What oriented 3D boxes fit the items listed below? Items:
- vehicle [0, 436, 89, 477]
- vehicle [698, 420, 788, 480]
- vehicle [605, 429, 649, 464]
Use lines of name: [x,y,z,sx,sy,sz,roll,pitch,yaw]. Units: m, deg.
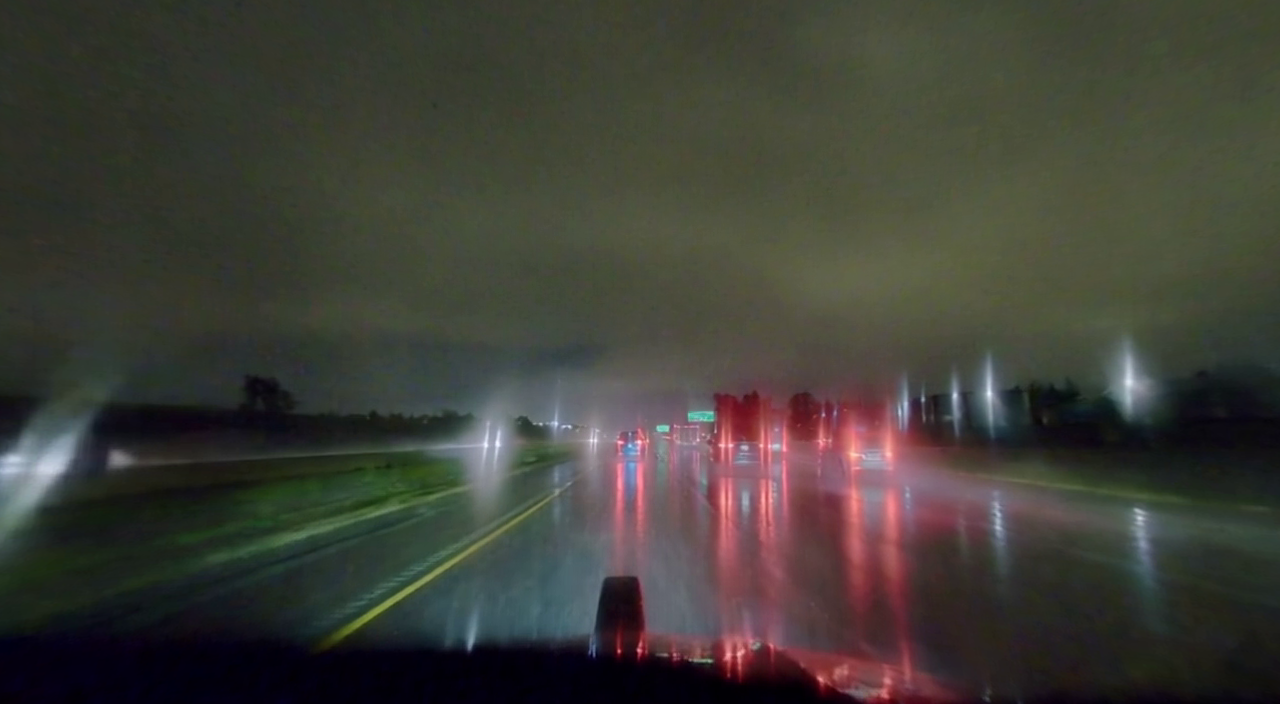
vehicle: [-29.448,4.907,29.815,2.106,1.801,5.016,0,-9,1]
vehicle: [3.370,3.360,21.692,2.269,1.839,4.554,1,-9,-1]
vehicle: [-0.616,4.896,32.501,2.142,1.664,4.076,0,-9,0]
